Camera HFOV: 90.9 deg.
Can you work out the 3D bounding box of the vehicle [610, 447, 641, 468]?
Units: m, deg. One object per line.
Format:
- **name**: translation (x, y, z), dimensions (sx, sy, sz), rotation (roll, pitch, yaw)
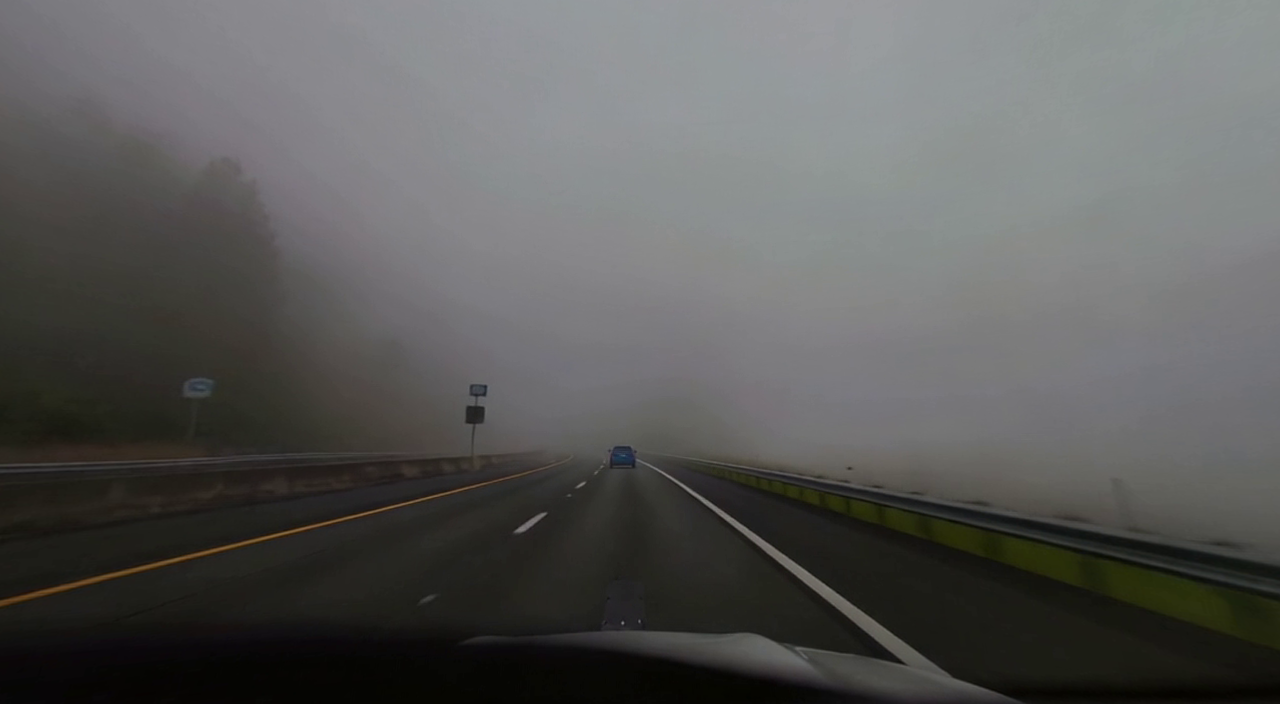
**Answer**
- **vehicle**: translation (-1.077, 7.469, 44.839), dimensions (2.126, 1.411, 4.433), rotation (0, -9, -2)
